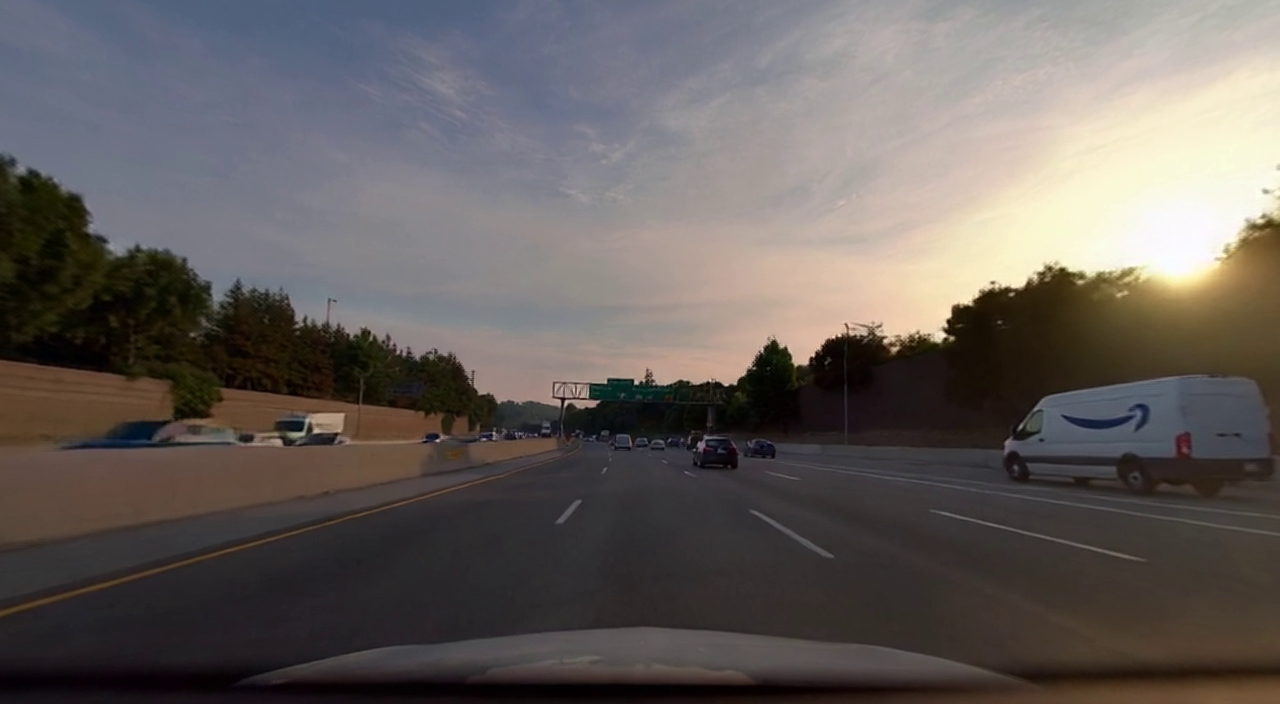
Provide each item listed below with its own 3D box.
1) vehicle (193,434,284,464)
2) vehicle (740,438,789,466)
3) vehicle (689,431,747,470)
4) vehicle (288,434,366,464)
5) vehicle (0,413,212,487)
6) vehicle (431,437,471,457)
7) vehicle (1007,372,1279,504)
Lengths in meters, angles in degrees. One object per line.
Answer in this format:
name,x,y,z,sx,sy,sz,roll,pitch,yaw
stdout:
vehicle,-21.691,5.263,34.323,1.883,1.491,4.682,0,-9,-1
vehicle,7.051,5.716,36.073,1.798,1.473,4.077,0,-9,-2
vehicle,3.731,4.825,30.958,2.141,1.732,4.279,0,-9,-2
vehicle,-17.323,5.393,35.189,1.973,1.505,4.796,0,-9,-1
vehicle,-13.297,2.422,15.661,2.170,1.567,4.506,0,-9,0
vehicle,-14.806,7.475,49.664,1.859,1.472,4.558,0,-9,-1
vehicle,13.171,2.338,16.892,2.274,2.802,6.802,0,-9,-3
